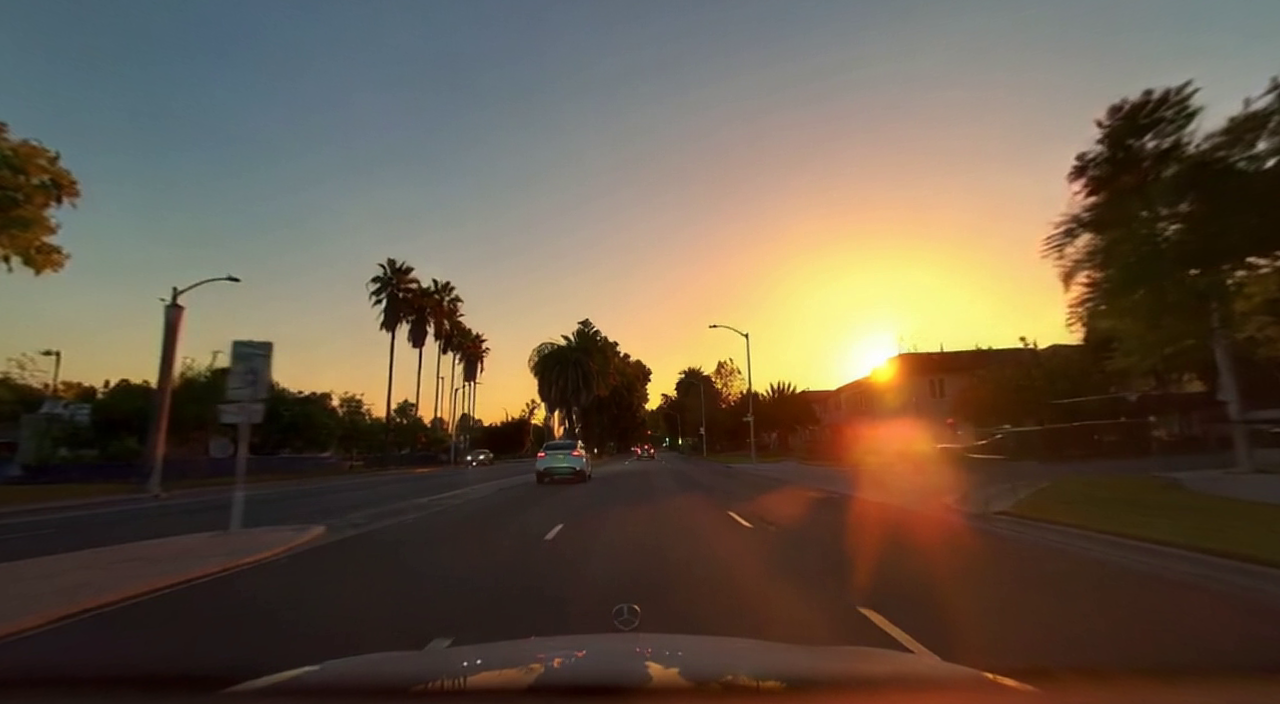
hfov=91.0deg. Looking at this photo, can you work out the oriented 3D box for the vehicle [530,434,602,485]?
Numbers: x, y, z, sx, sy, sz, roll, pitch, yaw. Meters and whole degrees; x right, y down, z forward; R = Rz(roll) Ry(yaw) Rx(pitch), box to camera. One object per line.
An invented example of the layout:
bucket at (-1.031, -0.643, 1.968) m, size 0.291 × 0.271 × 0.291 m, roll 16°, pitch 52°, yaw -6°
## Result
vehicle at (-3.041, 4.593, 27.192) m, size 2.370 × 1.968 × 5.698 m, roll 0°, pitch -9°, yaw 1°
